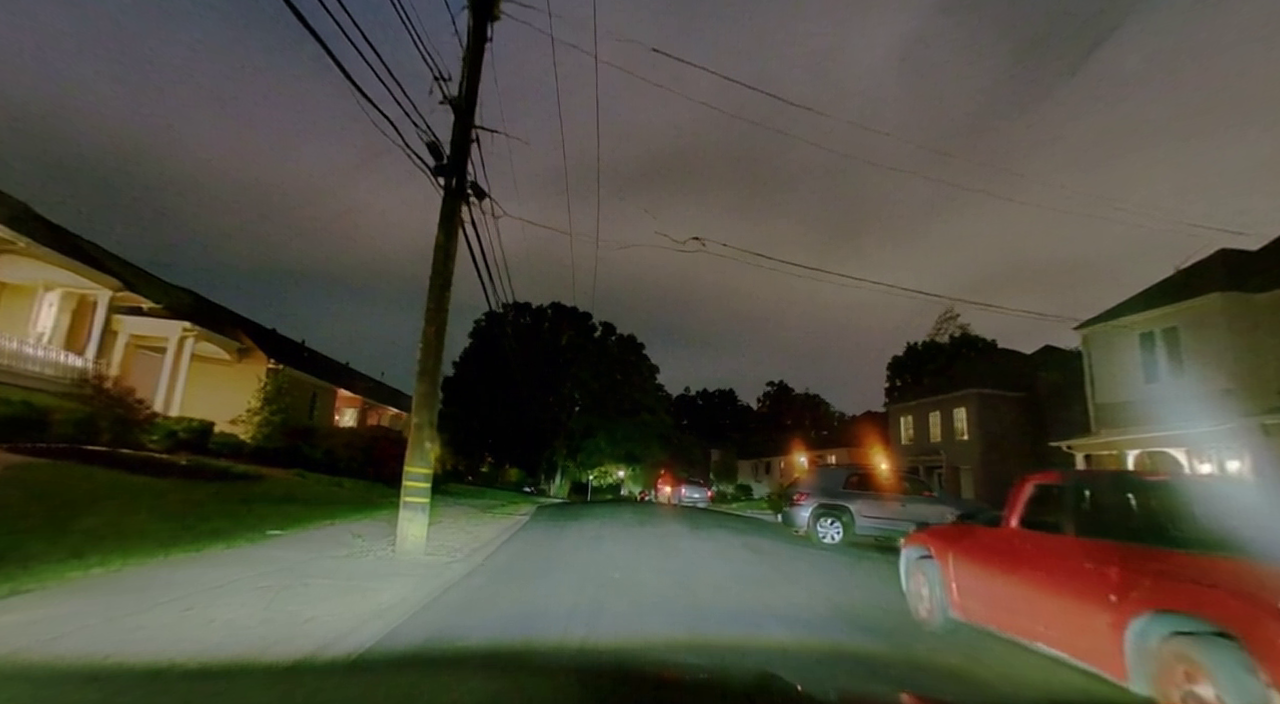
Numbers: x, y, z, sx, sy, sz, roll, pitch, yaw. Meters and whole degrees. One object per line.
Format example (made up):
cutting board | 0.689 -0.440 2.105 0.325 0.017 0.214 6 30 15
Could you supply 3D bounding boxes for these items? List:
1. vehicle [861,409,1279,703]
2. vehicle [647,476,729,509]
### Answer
vehicle | 3.261 1.165 3.368 2.133 1.566 4.737 1 -9 -5
vehicle | 2.759 8.164 36.946 4.413 1.728 1.869 1 -9 -9
